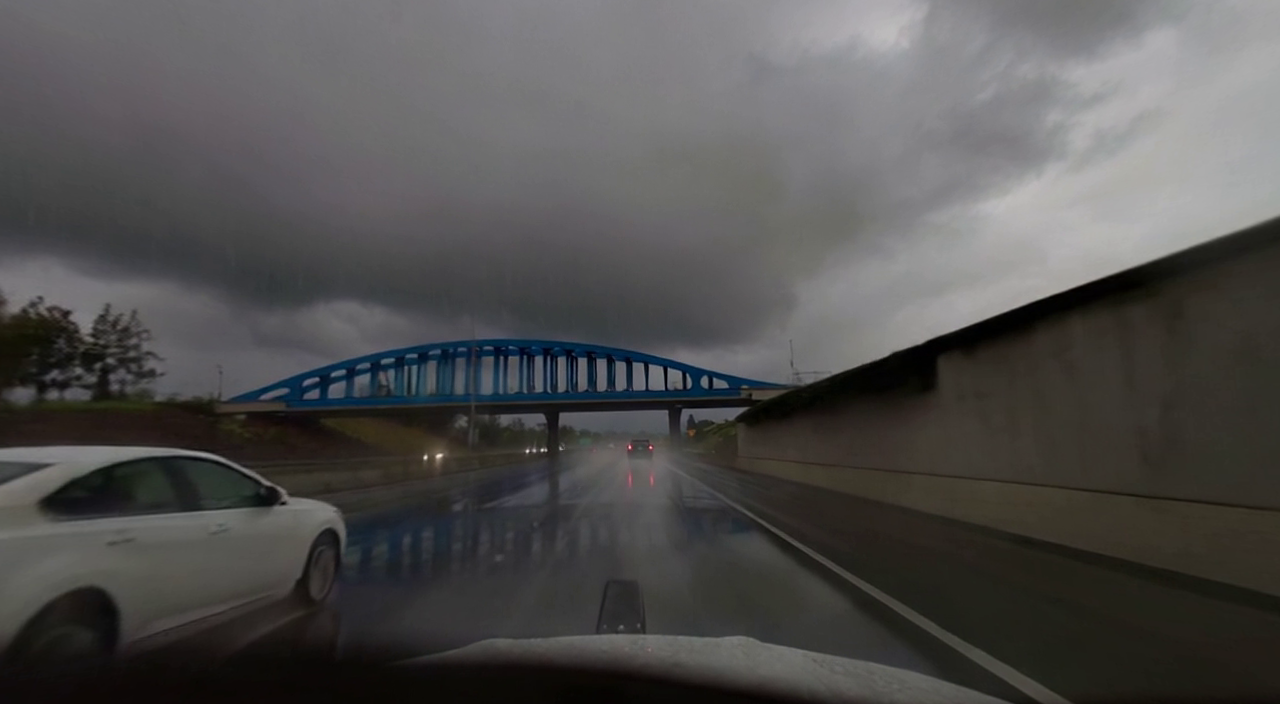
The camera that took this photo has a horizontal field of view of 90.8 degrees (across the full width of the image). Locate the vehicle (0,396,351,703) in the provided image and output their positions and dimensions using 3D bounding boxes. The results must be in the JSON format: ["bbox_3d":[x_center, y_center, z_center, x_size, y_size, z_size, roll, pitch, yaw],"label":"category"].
[{"bbox_3d":[-3.398,0.974,2.602,2.095,1.498,4.854,-1,-9,0],"label":"vehicle"}]

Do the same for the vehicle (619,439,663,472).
[{"bbox_3d":[0.026,5.798,35.547,2.299,1.716,4.579,0,-9,0],"label":"vehicle"}]
